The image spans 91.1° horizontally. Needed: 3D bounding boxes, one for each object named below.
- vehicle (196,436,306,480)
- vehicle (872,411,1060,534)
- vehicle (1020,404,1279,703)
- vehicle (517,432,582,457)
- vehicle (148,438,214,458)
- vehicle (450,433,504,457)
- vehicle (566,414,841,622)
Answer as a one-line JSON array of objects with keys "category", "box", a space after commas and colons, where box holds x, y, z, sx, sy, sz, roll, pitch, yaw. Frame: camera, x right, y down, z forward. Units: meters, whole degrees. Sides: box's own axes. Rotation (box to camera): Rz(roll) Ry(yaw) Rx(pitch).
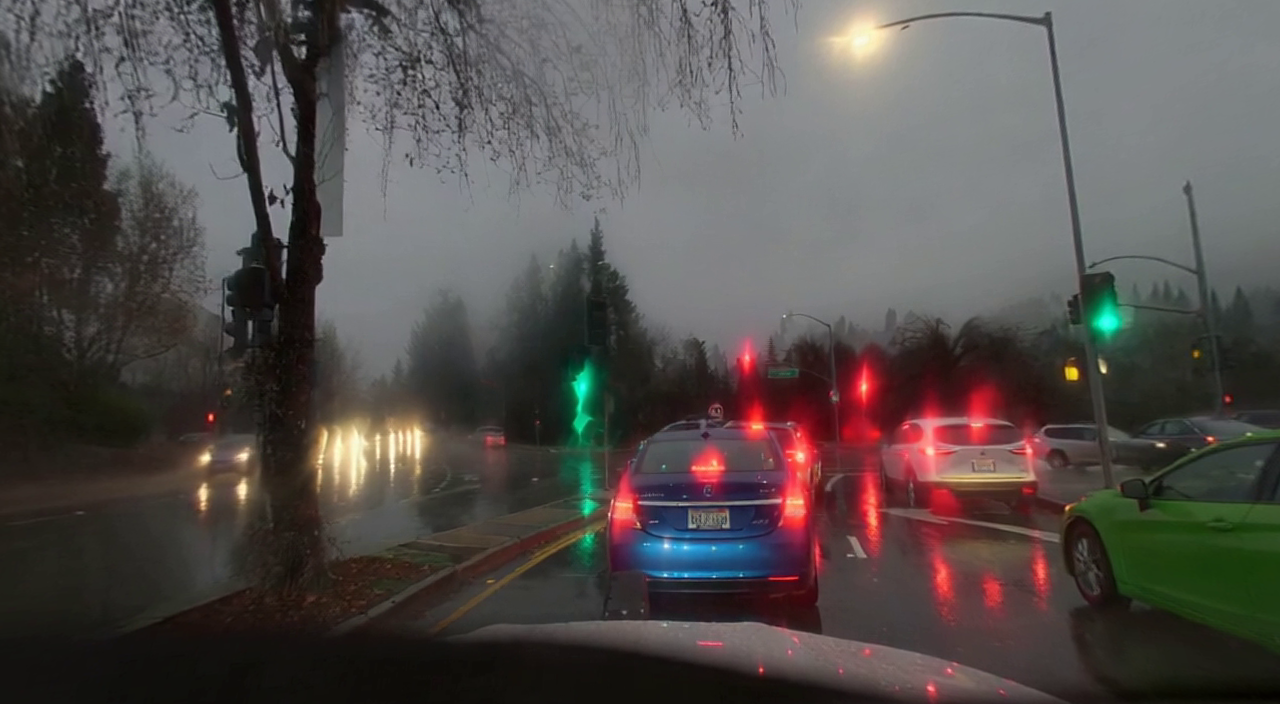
[{"category": "vehicle", "box": [-14.313, 3.892, 23.464, 1.976, 1.458, 4.645, 2, -8, -12]}, {"category": "vehicle", "box": [5.499, 2.049, 11.295, 2.102, 1.717, 4.373, -2, -9, 16]}, {"category": "vehicle", "box": [4.222, 1.061, 3.382, 1.954, 1.508, 4.441, -1, -8, 6]}, {"category": "vehicle", "box": [-6.052, 6.108, 41.537, 1.932, 1.573, 4.509, 8, -12, -44]}, {"category": "vehicle", "box": [-35.467, 7.434, 48.588, 1.652, 1.433, 3.733, -7, -11, 40]}, {"category": "vehicle", "box": [-12.565, 7.120, 48.170, 1.972, 1.705, 4.457, 8, -11, -44]}, {"category": "vehicle", "box": [0.832, 1.500, 6.698, 2.052, 1.483, 3.928, -2, -8, 12]}]
